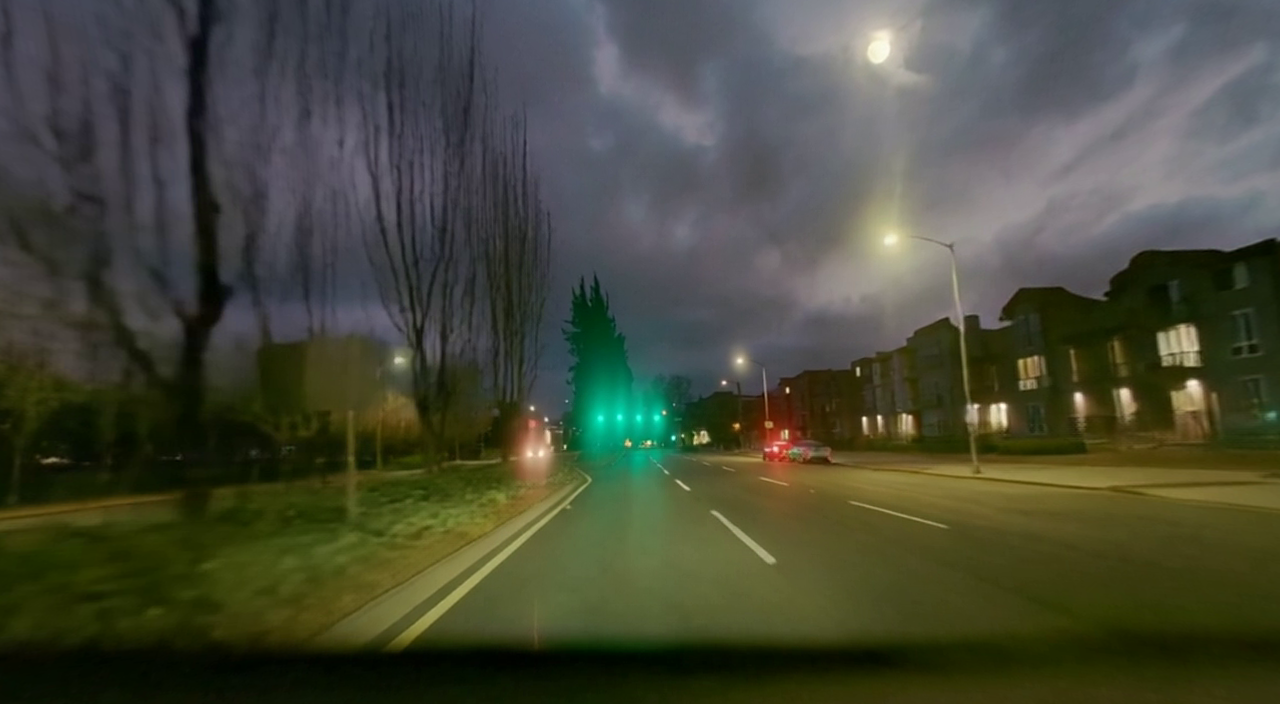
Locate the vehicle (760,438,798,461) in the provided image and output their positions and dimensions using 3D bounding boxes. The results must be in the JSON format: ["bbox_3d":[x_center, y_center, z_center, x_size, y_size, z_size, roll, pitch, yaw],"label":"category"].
[{"bbox_3d":[10.370,7.309,47.431,1.889,1.631,4.021,0,-8,0],"label":"vehicle"}]

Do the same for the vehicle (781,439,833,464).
[{"bbox_3d":[10.293,6.187,39.259,1.956,1.462,4.306,0,-8,-1],"label":"vehicle"}]
